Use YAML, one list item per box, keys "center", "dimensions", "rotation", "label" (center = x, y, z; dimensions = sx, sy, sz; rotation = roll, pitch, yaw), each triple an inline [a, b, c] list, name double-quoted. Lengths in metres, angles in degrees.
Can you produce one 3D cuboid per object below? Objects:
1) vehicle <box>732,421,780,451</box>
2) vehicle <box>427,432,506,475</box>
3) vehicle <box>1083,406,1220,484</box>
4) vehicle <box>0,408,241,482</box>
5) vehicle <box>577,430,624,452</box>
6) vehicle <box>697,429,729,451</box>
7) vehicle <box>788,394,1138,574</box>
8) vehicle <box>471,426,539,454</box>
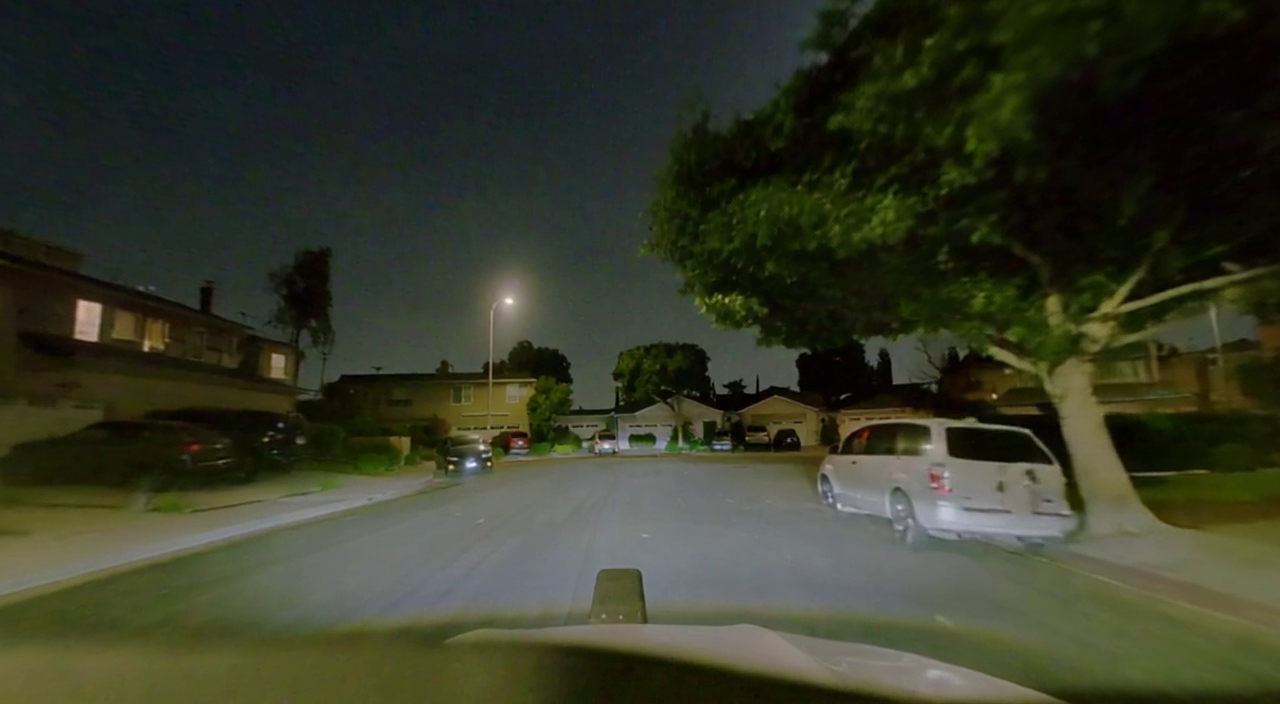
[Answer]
- center: [8.167, 6.001, 45.055]
  dimensions: [2.455, 2.018, 5.271]
  rotation: [0, -8, 0]
  label: "vehicle"
- center: [-6.794, 3.843, 24.361]
  dimensions: [2.236, 1.459, 4.832]
  rotation: [3, -9, -23]
  label: "vehicle"
- center: [12.444, 2.286, 15.705]
  dimensions: [1.946, 1.633, 4.420]
  rotation: [-5, -9, 31]
  label: "vehicle"
- center: [-11.778, 2.083, 14.185]
  dimensions: [4.221, 1.508, 2.032]
  rotation: [0, -8, 0]
  label: "vehicle"
- center: [-2.972, 6.608, 46.890]
  dimensions: [1.932, 1.518, 4.343]
  rotation: [4, -9, -26]
  label: "vehicle"
- center: [5.162, 6.316, 45.314]
  dimensions: [1.833, 1.540, 3.532]
  rotation: [0, -8, -1]
  label: "vehicle"
- center: [3.928, 1.701, 9.137]
  dimensions: [2.235, 1.829, 5.194]
  rotation: [0, -8, -1]
  label: "vehicle"
- center: [-9.558, 6.204, 44.543]
  dimensions: [2.305, 1.824, 5.096]
  rotation: [7, -11, -43]
  label: "vehicle"
